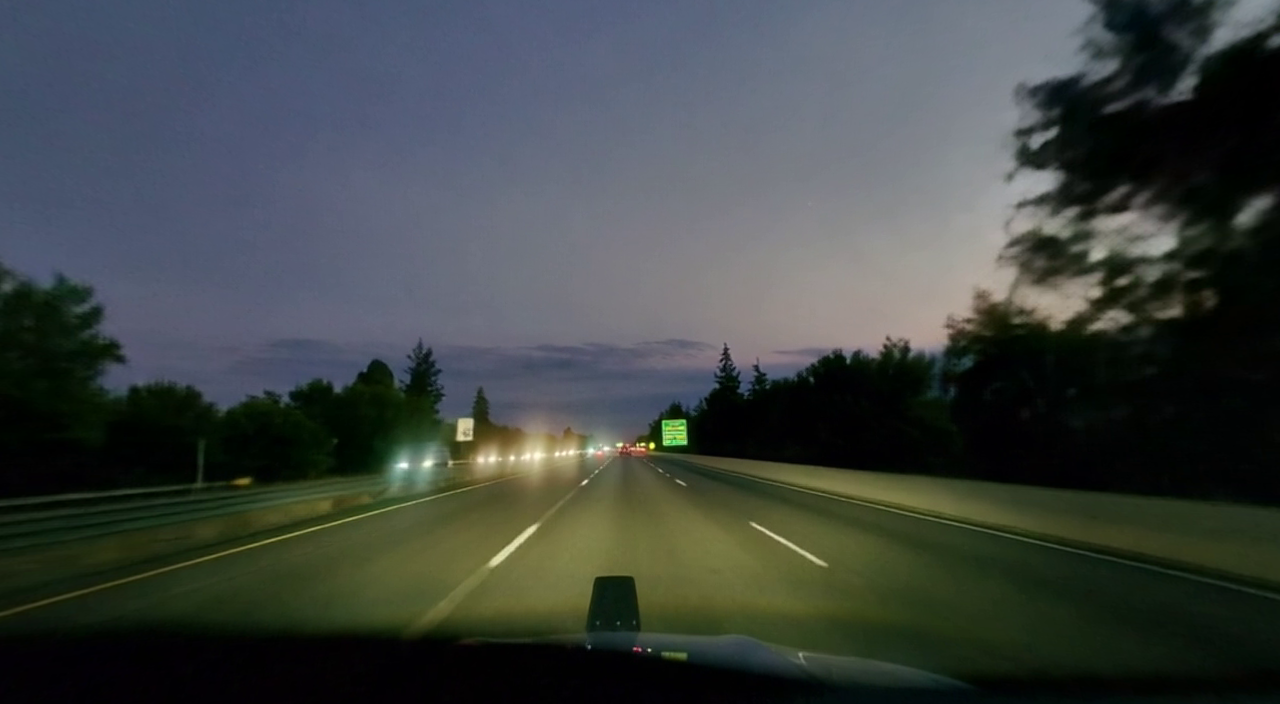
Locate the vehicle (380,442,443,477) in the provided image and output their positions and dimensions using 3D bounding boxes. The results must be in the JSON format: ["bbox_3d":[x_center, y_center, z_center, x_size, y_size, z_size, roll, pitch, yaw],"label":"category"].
[{"bbox_3d":[-16.205,7.664,44.805,2.303,2.310,5.855,0,-9,0],"label":"vehicle"}]
